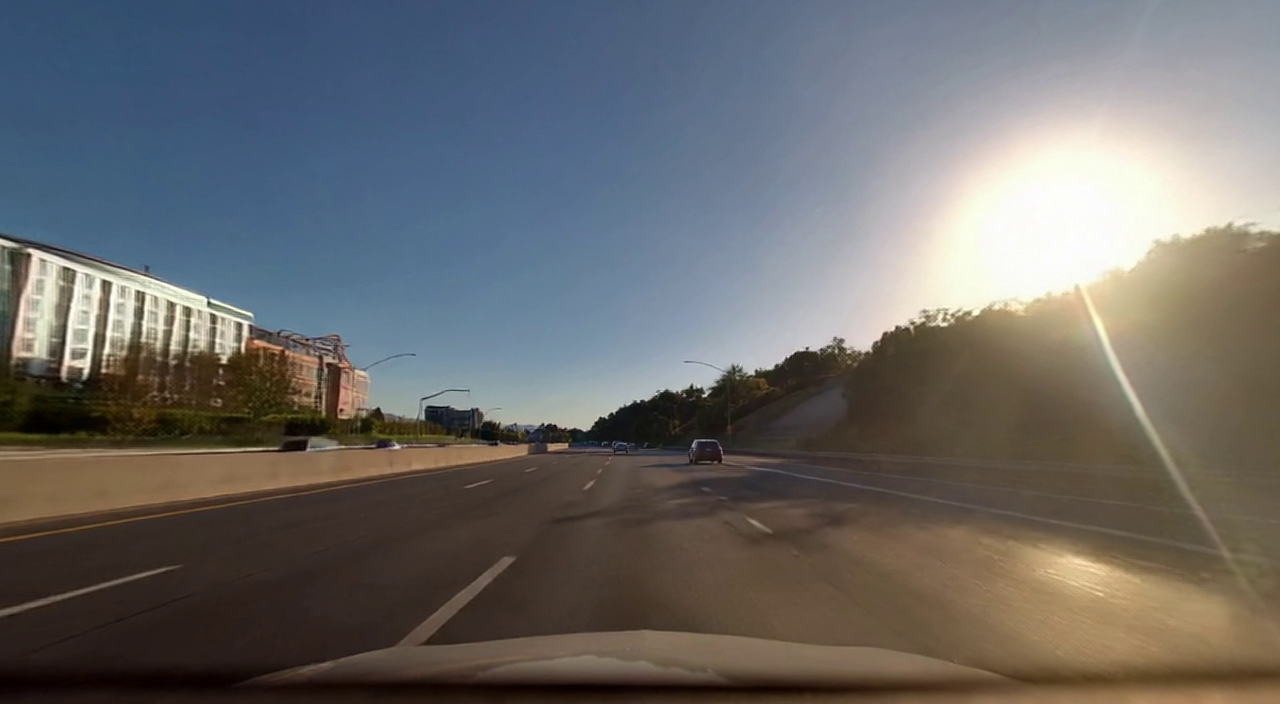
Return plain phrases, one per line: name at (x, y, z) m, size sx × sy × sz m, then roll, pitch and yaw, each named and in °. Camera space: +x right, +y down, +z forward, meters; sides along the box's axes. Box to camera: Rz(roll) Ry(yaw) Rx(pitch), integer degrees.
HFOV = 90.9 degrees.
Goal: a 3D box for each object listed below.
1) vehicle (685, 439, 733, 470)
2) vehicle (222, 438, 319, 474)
vehicle at (3.495, 5.311, 32.716) m, size 1.926 × 1.477 × 4.025 m, roll 0°, pitch -8°, yaw -2°
vehicle at (-16.678, 4.708, 28.740) m, size 1.976 × 1.527 × 4.047 m, roll 0°, pitch -8°, yaw -1°
